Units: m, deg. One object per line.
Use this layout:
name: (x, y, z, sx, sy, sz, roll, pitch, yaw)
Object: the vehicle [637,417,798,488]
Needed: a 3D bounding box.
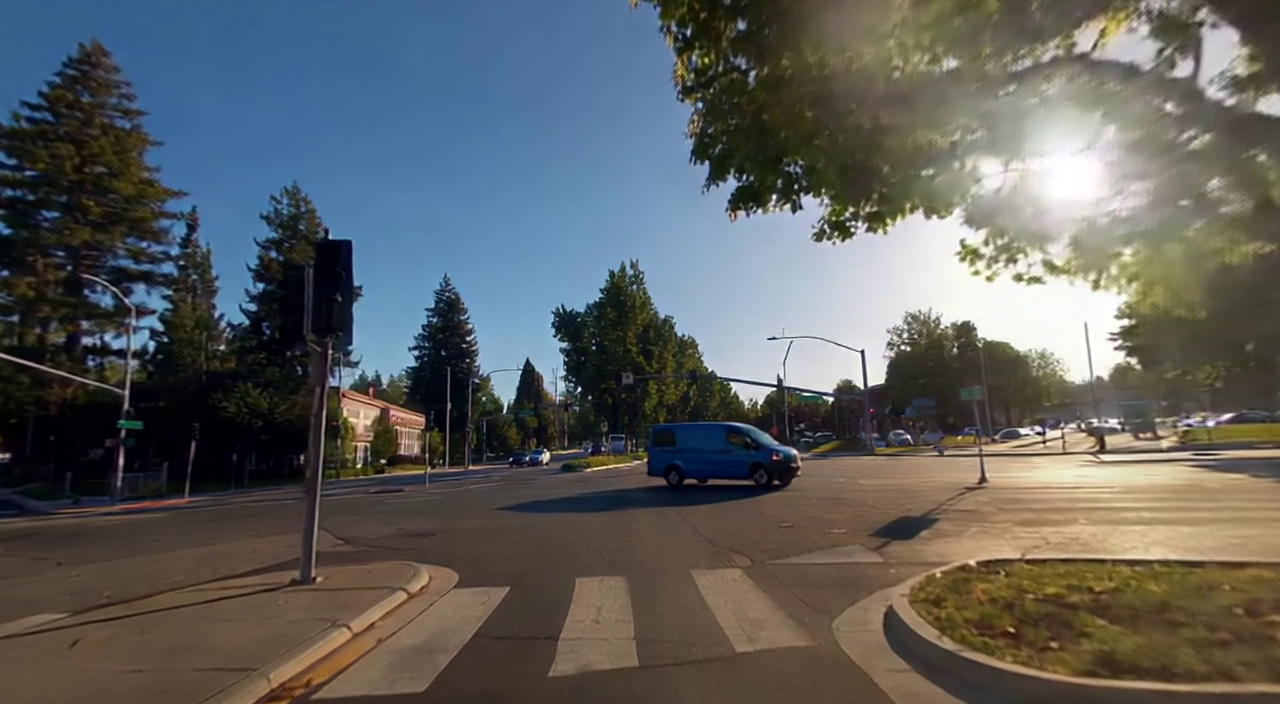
vehicle: (2.849, 3.878, 24.533, 5.791, 2.404, 2.465, -8, -11, 42)
